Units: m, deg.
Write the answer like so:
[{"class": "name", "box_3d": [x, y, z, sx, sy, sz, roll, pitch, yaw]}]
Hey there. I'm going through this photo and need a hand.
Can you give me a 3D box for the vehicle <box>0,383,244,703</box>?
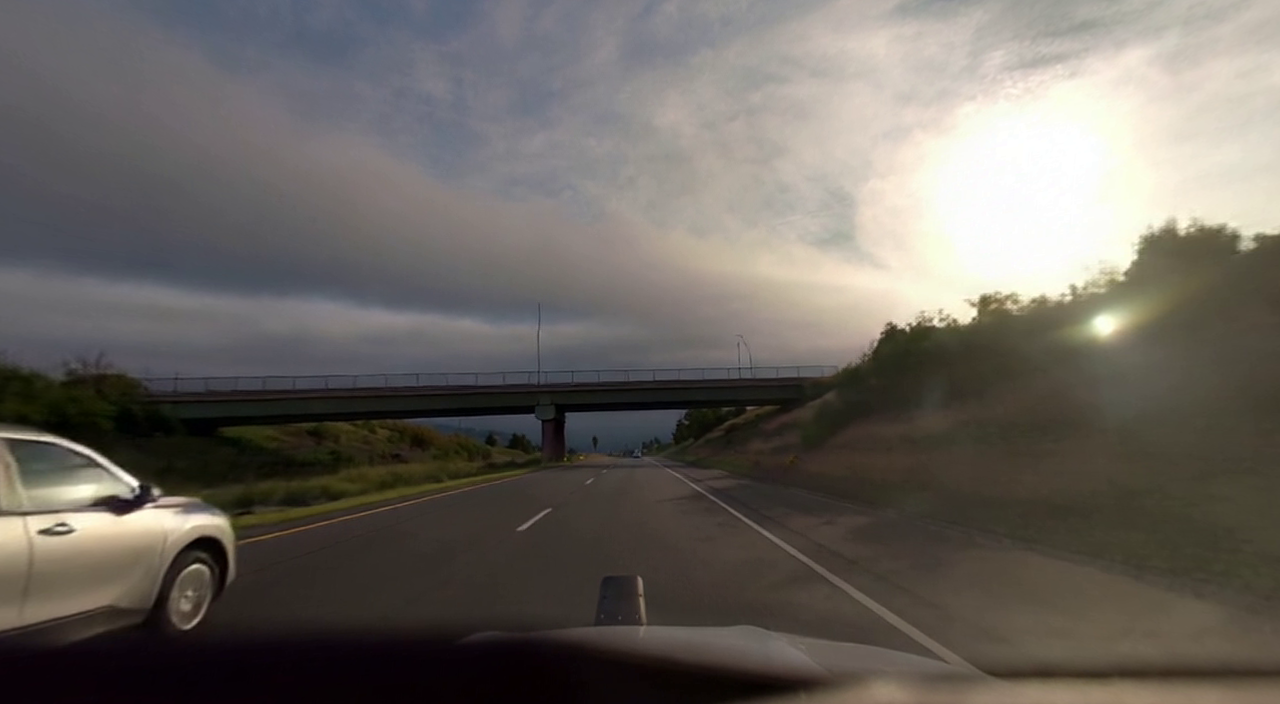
[{"class": "vehicle", "box_3d": [-3.932, 0.915, 2.374, 2.082, 1.668, 4.274, 0, -9, -1]}]
